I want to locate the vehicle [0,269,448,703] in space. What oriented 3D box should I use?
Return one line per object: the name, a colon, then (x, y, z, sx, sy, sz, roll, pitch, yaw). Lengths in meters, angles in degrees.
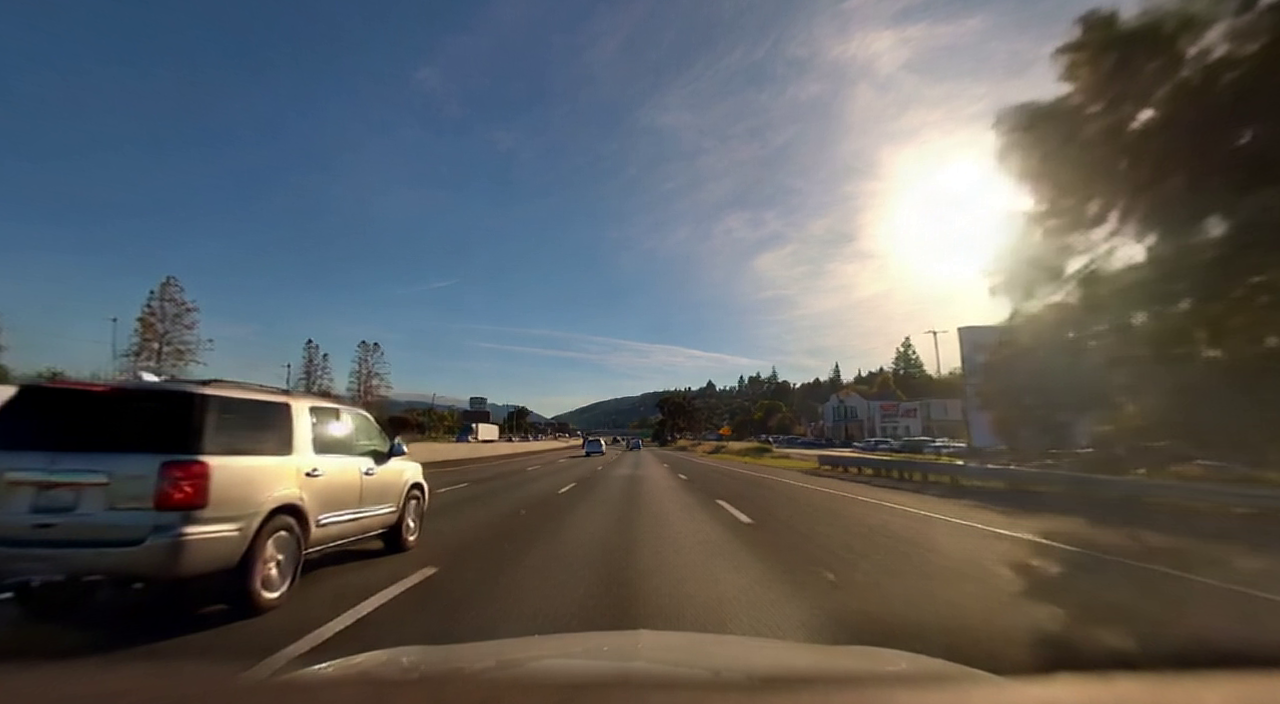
vehicle: (-3.945, 1.094, 5.935, 2.352, 2.209, 5.802, 0, -8, 1)
